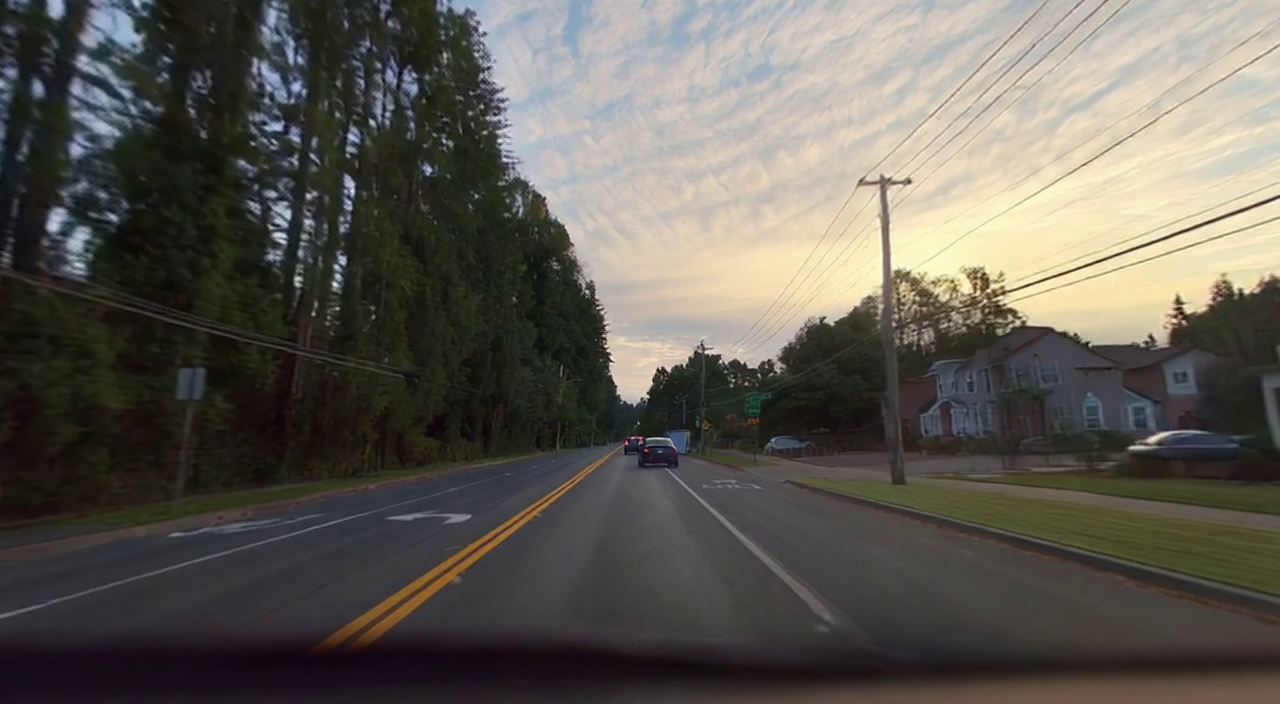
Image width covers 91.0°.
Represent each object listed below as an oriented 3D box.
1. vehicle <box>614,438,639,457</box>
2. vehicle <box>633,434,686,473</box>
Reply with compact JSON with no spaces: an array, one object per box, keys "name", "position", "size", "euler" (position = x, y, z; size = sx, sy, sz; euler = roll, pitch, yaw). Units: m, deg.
[{"name":"vehicle","position":[-1.017,7.496,49.431],"size":[1.927,1.453,3.848],"euler":[0,-8,0]},{"name":"vehicle","position":[0.748,4.298,26.828],"size":[1.975,1.497,3.647],"euler":[1,-8,-3]}]
